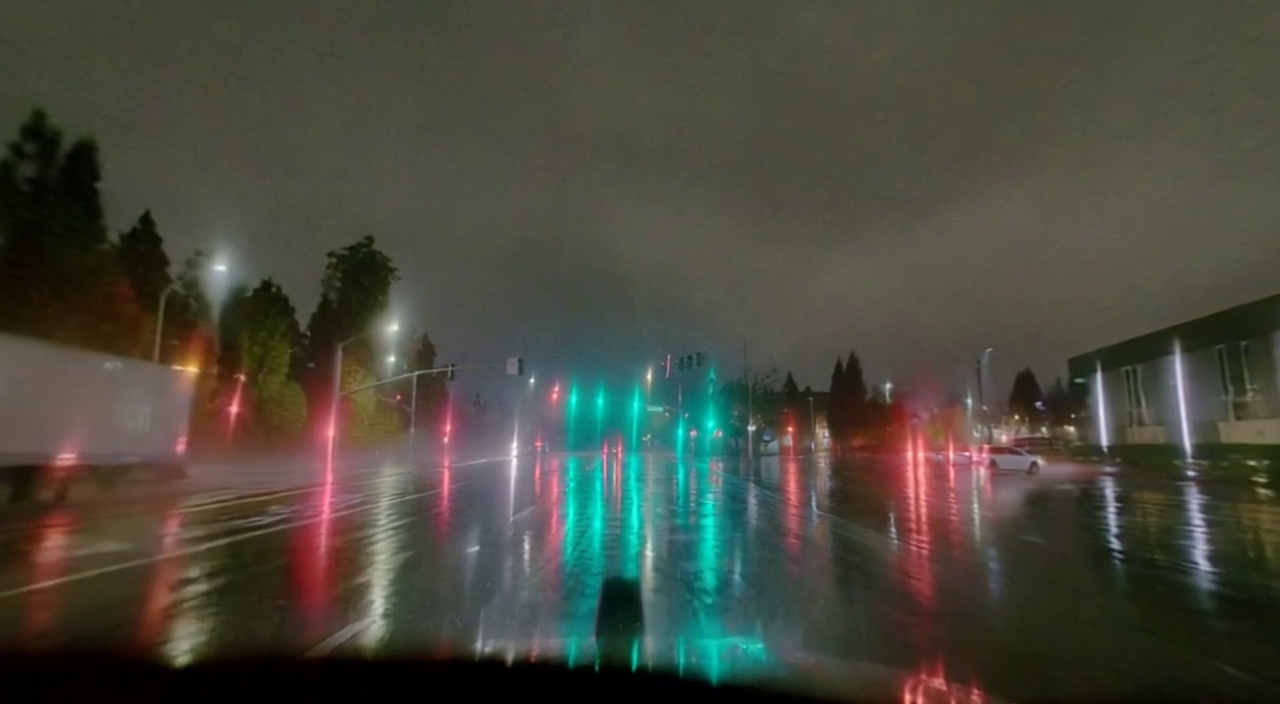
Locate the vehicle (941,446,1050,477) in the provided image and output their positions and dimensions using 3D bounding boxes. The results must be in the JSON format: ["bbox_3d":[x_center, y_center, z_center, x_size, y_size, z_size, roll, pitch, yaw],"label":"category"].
[{"bbox_3d":[18.299,5.647,32.732,4.455,1.475,1.971,-2,-9,14],"label":"vehicle"}]

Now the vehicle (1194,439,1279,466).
[{"bbox_3d":[34.215,5.577,35.111,4.593,1.460,1.926,-3,-9,16],"label":"vehicle"}]

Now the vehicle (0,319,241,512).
[{"bbox_3d":[-15.189,1.333,13.297,2.978,4.087,16.920,0,-8,-1],"label":"vehicle"}]

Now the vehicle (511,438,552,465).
[{"bbox_3d":[-7.115,6.555,41.924,1.946,1.680,4.203,0,-8,0],"label":"vehicle"}]
